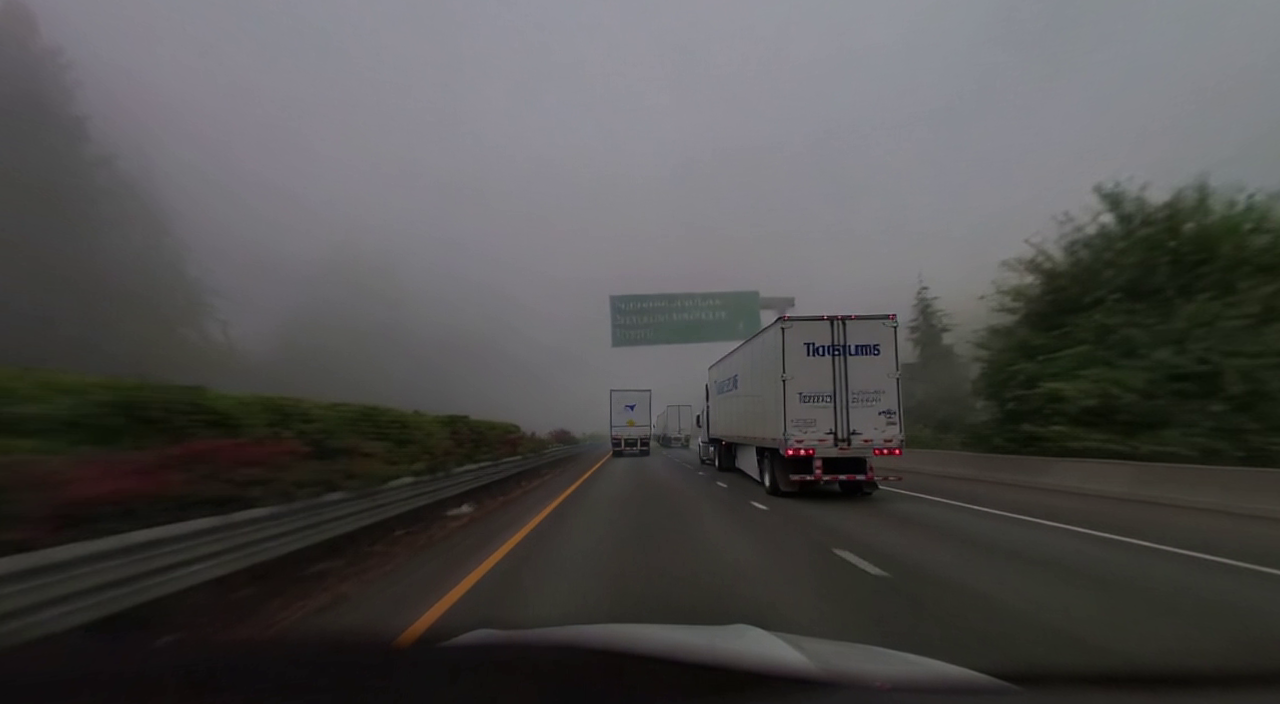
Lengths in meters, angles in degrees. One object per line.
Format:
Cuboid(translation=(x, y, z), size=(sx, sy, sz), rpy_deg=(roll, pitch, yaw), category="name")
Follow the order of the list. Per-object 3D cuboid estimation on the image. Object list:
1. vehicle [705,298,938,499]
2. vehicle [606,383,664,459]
Cuboid(translation=(4.453, 1.891, 20.222), size=(2.856, 4.145, 14.500), rpy_deg=(0, -8, -1), category="vehicle")
Cuboid(translation=(-0.350, 4.264, 37.700), size=(2.958, 3.917, 10.196), rpy_deg=(0, -8, -1), category="vehicle")
